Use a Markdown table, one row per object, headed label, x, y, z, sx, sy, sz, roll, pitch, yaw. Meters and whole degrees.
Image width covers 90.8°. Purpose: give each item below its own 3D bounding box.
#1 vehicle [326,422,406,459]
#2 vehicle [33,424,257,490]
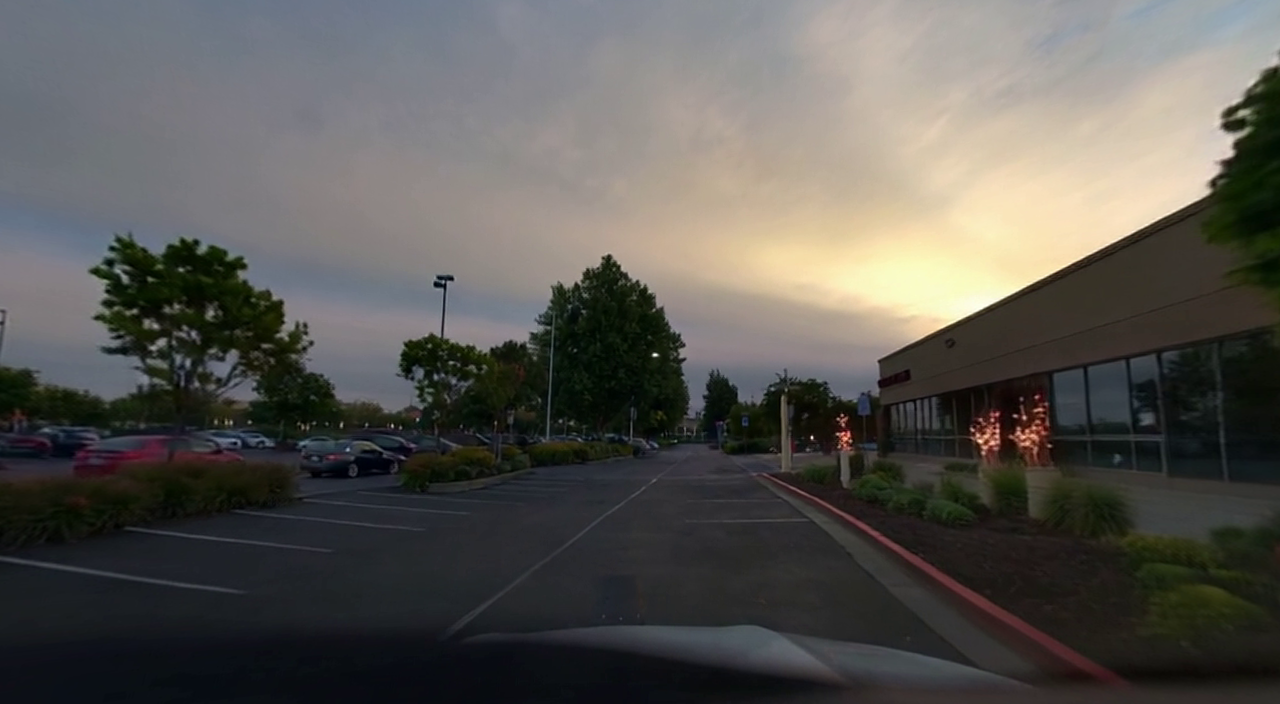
| label | x | y | z | sx | sy | sz | roll | pitch | yaw |
| --- | --- | --- | --- | --- | --- | --- | --- | --- | --- |
| vehicle | -15.391 | 4.988 | 35.815 | 1.972 | 1.923 | 4.535 | -1 | -8 | 8 |
| vehicle | -12.408 | 2.638 | 16.331 | 1.847 | 1.443 | 4.484 | -1 | -8 | 6 |
